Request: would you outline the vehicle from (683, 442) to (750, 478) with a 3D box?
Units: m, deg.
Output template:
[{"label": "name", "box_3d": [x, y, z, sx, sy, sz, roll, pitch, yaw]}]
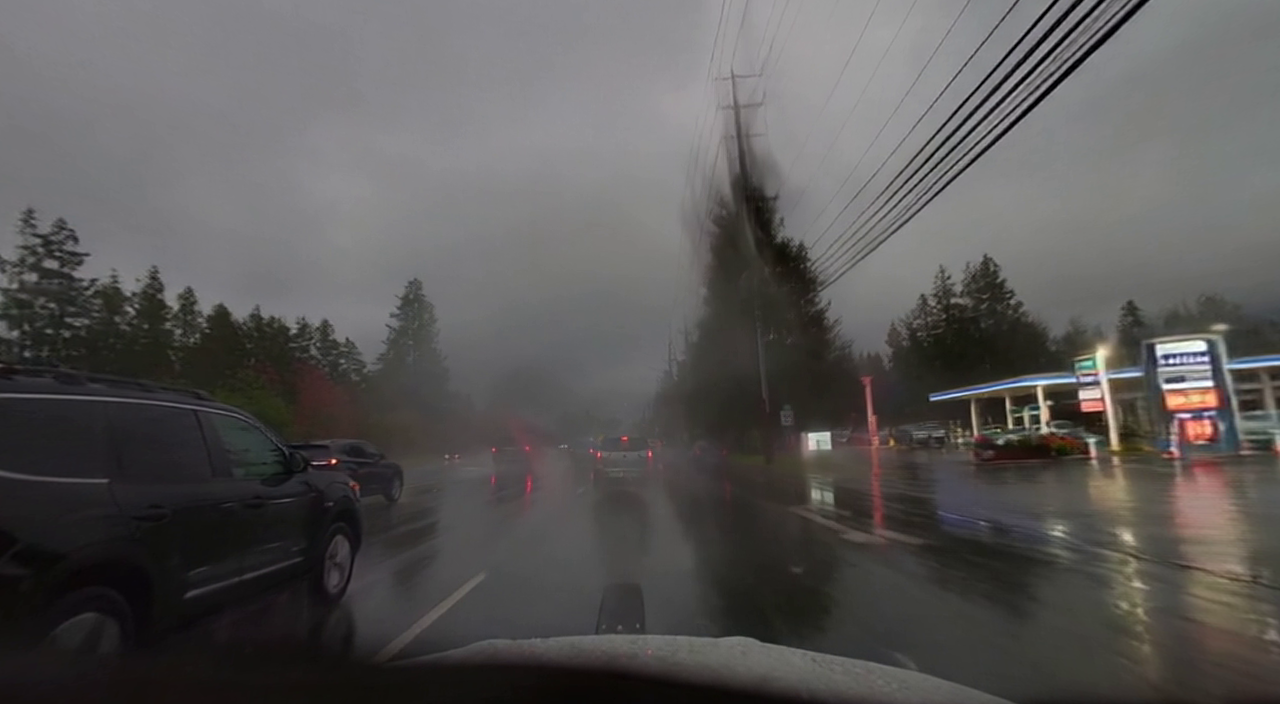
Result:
[{"label": "vehicle", "box_3d": [2.997, 4.326, 25.680, 2.065, 1.302, 4.416, 0, -8, -1]}]

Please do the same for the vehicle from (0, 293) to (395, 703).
[{"label": "vehicle", "box_3d": [-3.125, 0.783, 3.154, 1.922, 1.642, 4.547, -1, -8, 1]}]

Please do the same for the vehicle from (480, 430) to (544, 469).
[{"label": "vehicle", "box_3d": [-6.783, 5.259, 34.177, 2.385, 1.918, 5.056, 0, -8, 0]}]

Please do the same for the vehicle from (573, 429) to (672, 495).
[{"label": "vehicle", "box_3d": [-0.397, 2.763, 16.165, 2.189, 1.437, 4.135, 0, -8, 0]}]
